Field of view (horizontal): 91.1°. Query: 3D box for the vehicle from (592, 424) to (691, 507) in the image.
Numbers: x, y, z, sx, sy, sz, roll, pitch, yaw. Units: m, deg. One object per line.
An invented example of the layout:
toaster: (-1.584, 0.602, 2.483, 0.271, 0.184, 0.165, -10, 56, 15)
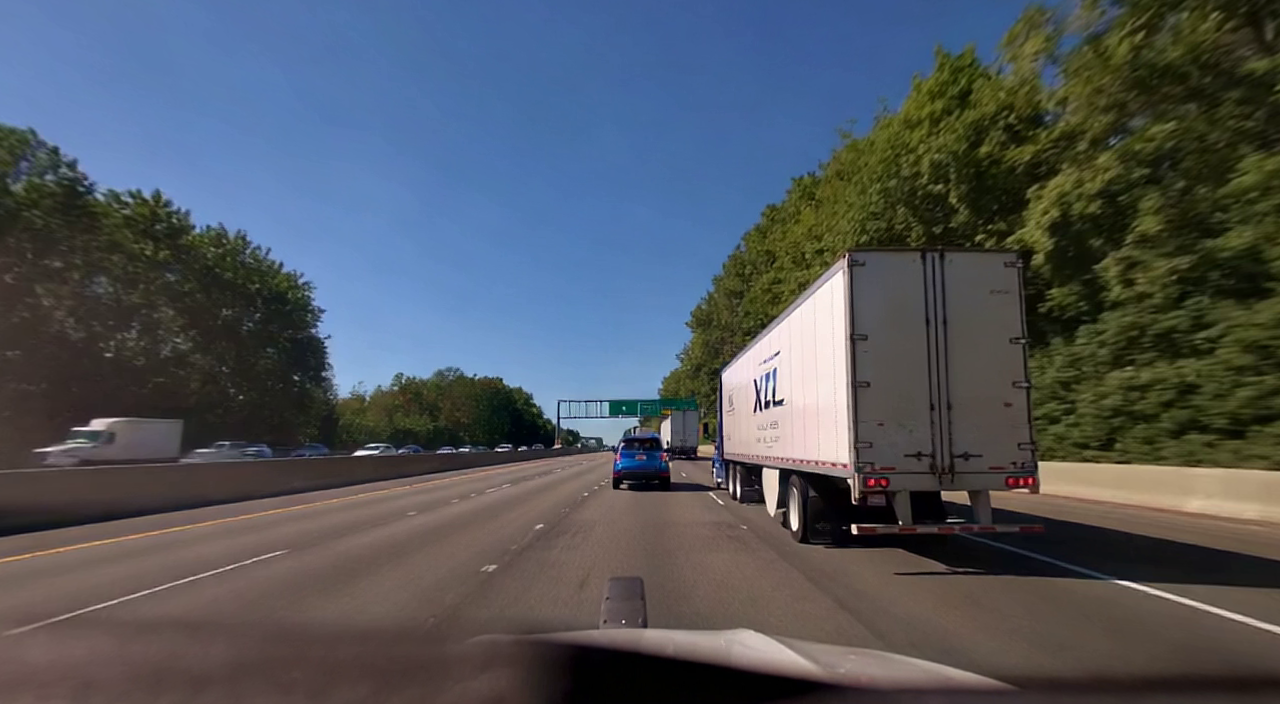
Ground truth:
vehicle: (0.066, 2.687, 15.231, 2.054, 1.706, 4.201, 0, -8, 1)

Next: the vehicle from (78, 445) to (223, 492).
vehicle: (-18.893, 4.464, 24.563, 1.946, 1.631, 4.494, 0, -8, 1)

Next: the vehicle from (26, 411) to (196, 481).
vehicle: (-33.112, 5.983, 39.992, 3.000, 3.951, 8.603, 0, -8, 2)
